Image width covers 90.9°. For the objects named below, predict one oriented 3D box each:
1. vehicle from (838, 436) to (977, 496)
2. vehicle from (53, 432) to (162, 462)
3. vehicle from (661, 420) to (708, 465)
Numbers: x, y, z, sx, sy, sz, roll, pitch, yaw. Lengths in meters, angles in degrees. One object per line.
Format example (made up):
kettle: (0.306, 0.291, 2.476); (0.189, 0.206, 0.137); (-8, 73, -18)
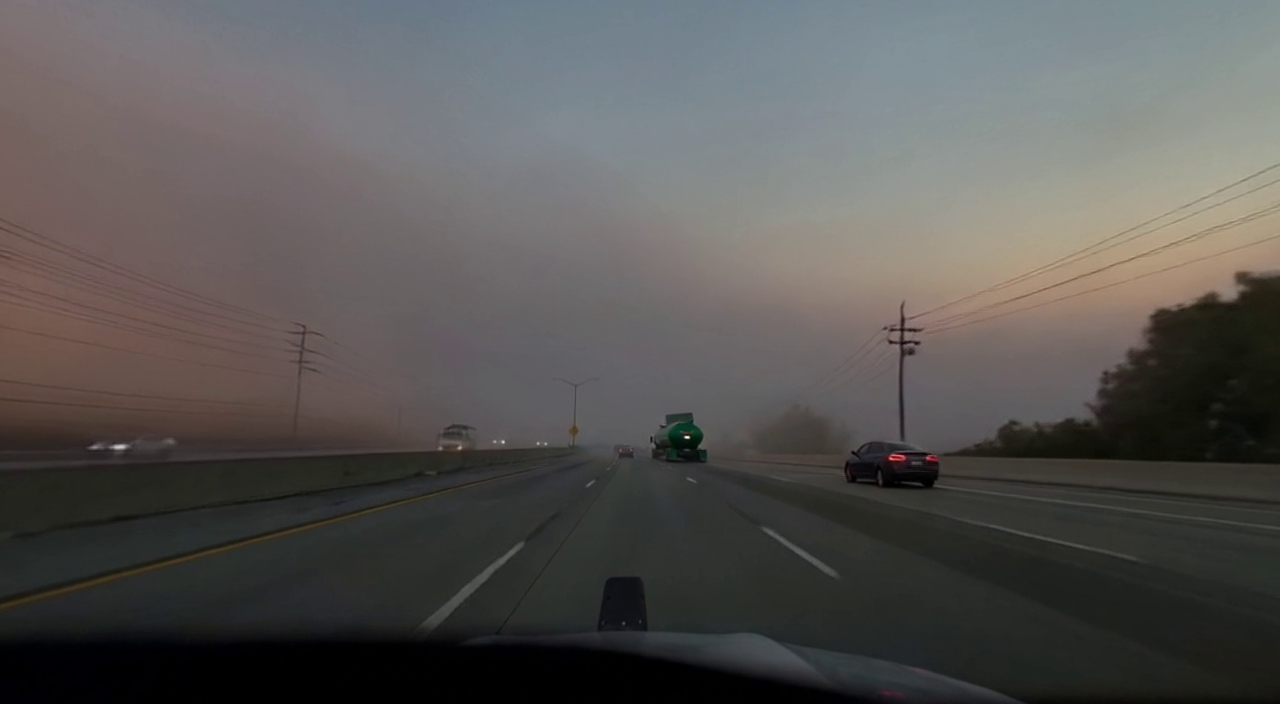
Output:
vehicle: (7.480, 3.209, 18.232); (1.905, 1.480, 4.624); (0, -8, -1)
vehicle: (-28.596, 5.139, 34.089); (2.081, 1.495, 4.420); (0, -8, -1)
vehicle: (3.293, 6.972, 48.586); (2.791, 3.179, 8.074); (0, -8, -2)
